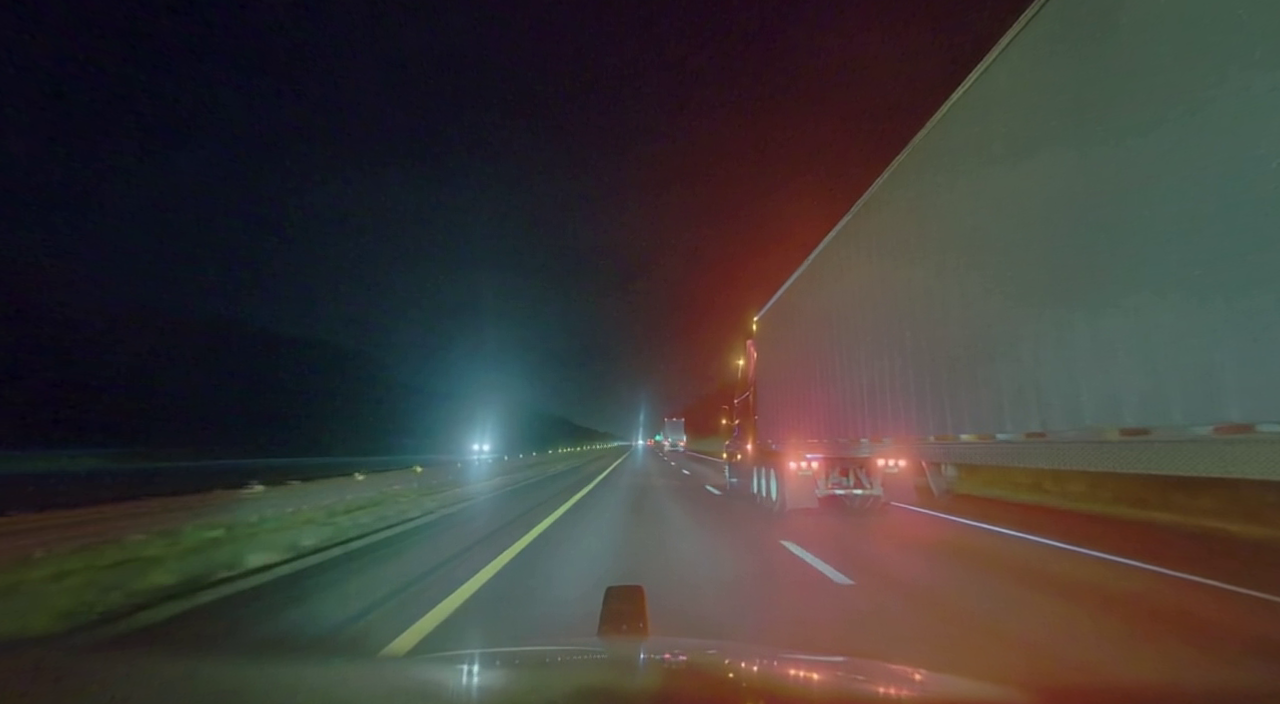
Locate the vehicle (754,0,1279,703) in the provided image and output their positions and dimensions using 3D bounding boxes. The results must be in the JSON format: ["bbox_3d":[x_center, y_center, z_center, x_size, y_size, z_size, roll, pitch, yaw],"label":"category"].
[{"bbox_3d":[4.067,0.078,5.388,2.976,4.114,16.788,0,-8,0],"label":"vehicle"}]
